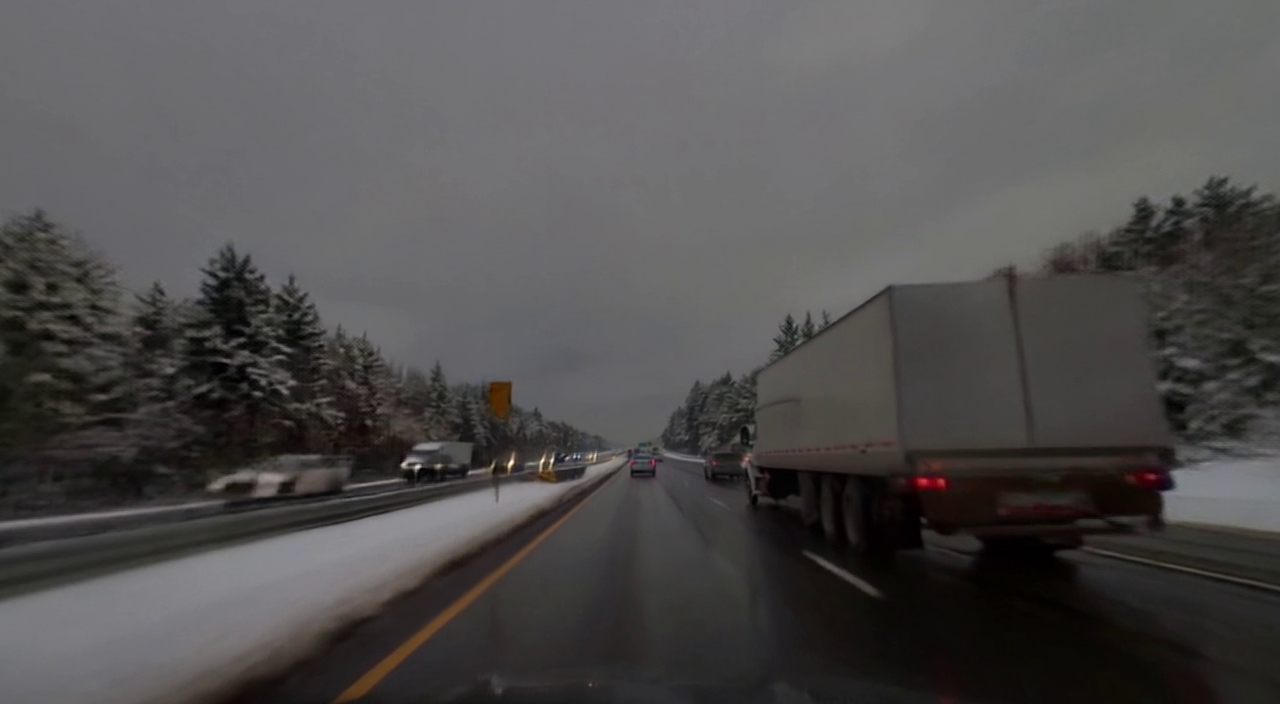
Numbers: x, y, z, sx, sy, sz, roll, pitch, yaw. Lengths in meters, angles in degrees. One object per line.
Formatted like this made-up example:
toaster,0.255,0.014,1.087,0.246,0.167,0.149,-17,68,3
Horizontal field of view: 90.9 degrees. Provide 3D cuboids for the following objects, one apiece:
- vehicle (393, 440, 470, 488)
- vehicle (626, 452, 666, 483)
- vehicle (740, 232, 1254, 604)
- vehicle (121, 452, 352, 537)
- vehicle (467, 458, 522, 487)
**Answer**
vehicle,-12.918,6.986,39.612,2.623,2.723,6.160,0,-9,0
vehicle,0.289,5.947,32.733,1.939,1.495,3.612,0,-9,0
vehicle,4.397,1.513,12.265,2.885,3.679,12.102,0,-9,0
vehicle,-8.243,2.898,13.511,2.012,1.487,4.378,0,-9,0
vehicle,-7.900,6.554,34.565,1.965,1.453,4.364,0,-9,0
